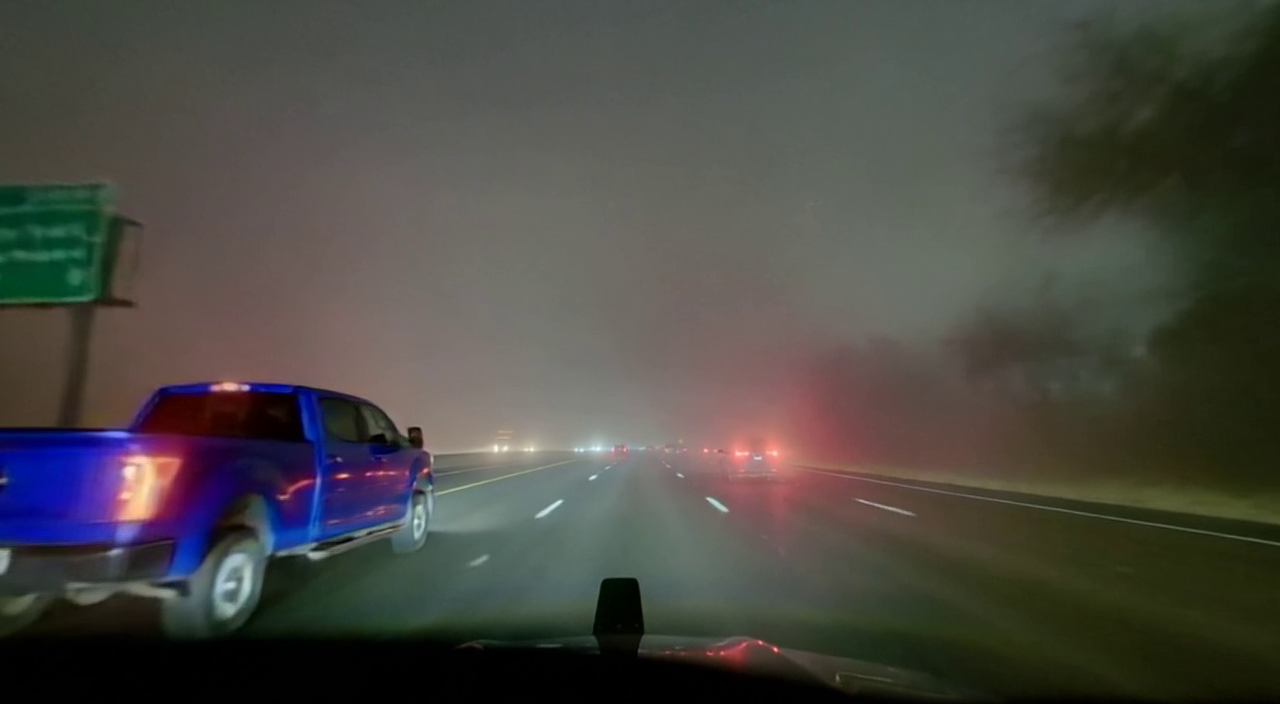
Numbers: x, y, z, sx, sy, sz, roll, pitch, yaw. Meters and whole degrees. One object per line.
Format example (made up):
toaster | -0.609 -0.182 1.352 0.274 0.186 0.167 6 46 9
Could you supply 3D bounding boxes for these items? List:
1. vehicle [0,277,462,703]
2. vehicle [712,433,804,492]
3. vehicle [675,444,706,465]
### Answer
vehicle | -3.897 1.174 6.192 2.496 2.203 6.317 0 -9 -1
vehicle | 3.591 3.458 20.034 2.095 1.668 4.135 0 -9 0
vehicle | 3.883 7.971 49.118 2.047 1.501 4.237 0 -9 0
